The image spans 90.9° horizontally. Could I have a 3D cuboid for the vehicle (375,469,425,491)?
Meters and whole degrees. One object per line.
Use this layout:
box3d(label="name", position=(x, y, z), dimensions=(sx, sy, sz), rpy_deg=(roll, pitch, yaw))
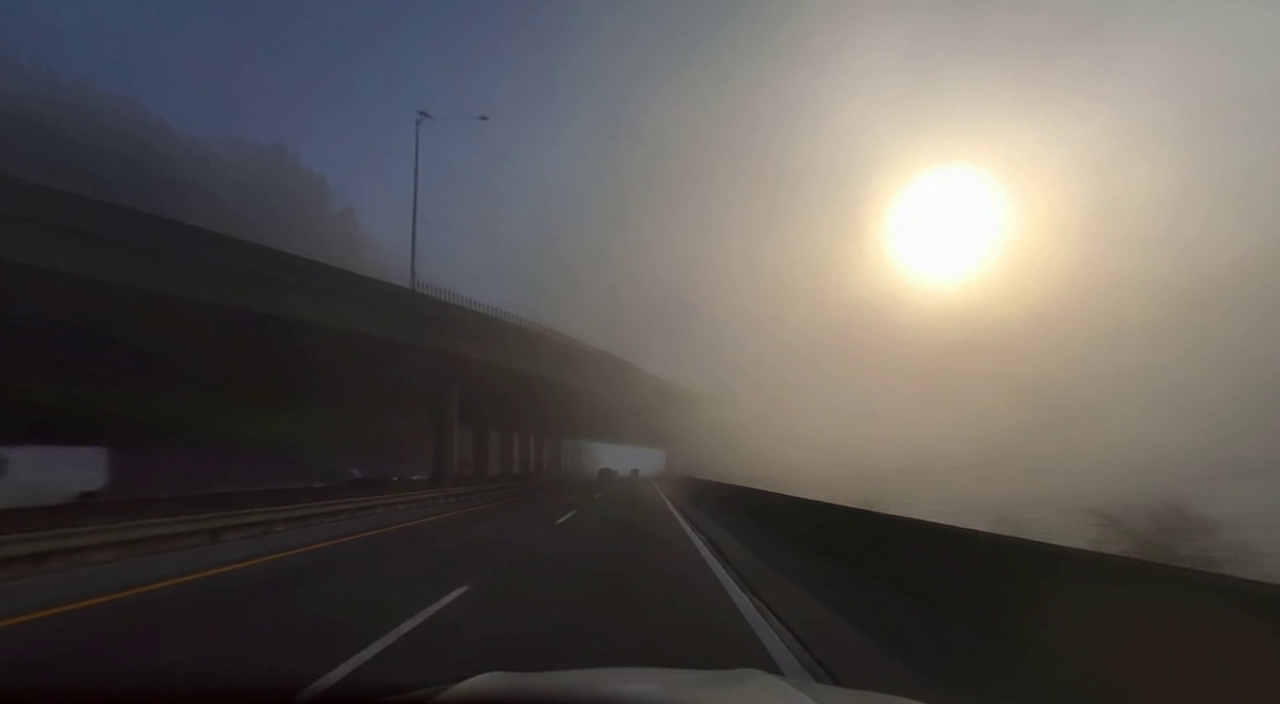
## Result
box3d(label="vehicle", position=(-17.143, 9.172, 45.251), dimensions=(1.877, 1.446, 4.240), rpy_deg=(1, -10, 0))
